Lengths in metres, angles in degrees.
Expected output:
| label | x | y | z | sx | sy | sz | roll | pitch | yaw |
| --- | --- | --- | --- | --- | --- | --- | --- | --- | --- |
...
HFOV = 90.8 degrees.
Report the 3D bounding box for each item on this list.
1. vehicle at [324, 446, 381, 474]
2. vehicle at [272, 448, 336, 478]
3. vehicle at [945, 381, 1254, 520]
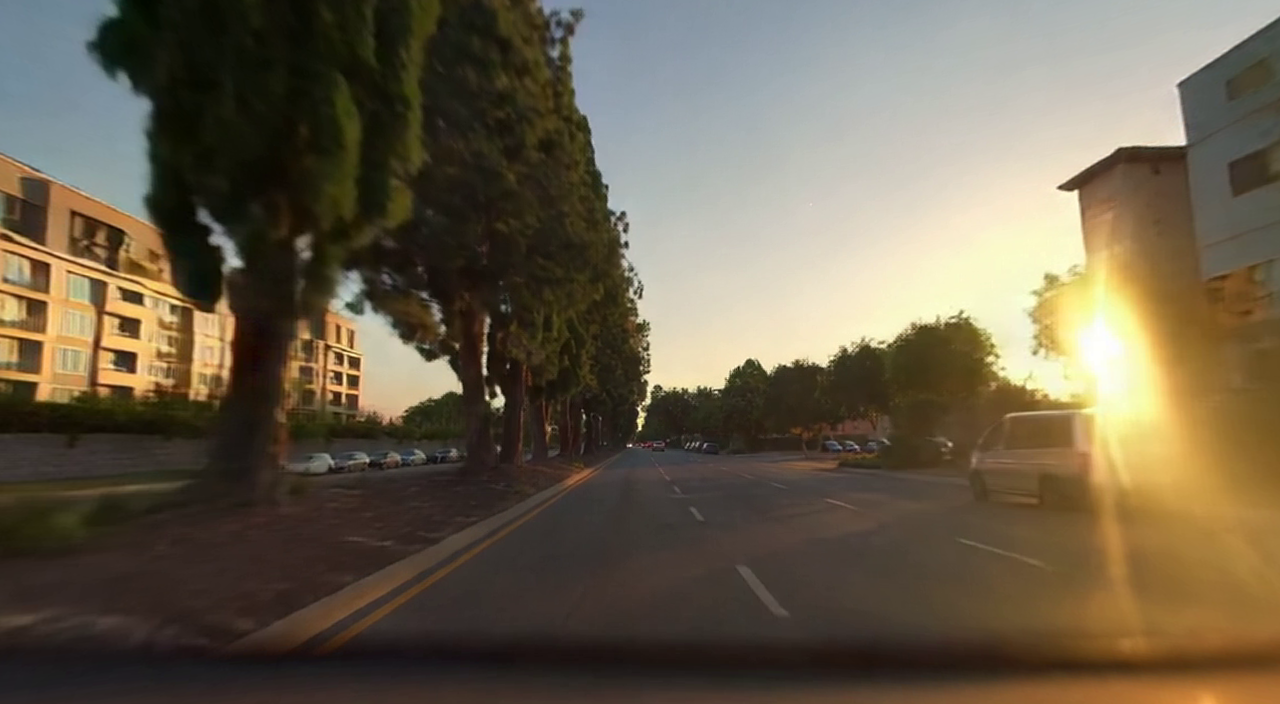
| label | x | y | z | sx | sy | sz | roll | pitch | yaw |
| --- | --- | --- | --- | --- | --- | --- | --- | --- | --- |
| vehicle | -21.261 | 7.980 | 46.963 | 1.879 | 1.757 | 4.656 | -3 | -7 | 2 |
| vehicle | -22.117 | 7.309 | 41.734 | 1.863 | 1.845 | 4.073 | 0 | -8 | 1 |
| vehicle | 9.872 | 2.242 | 14.613 | 2.456 | 2.534 | 5.930 | 0 | -9 | -2 |
